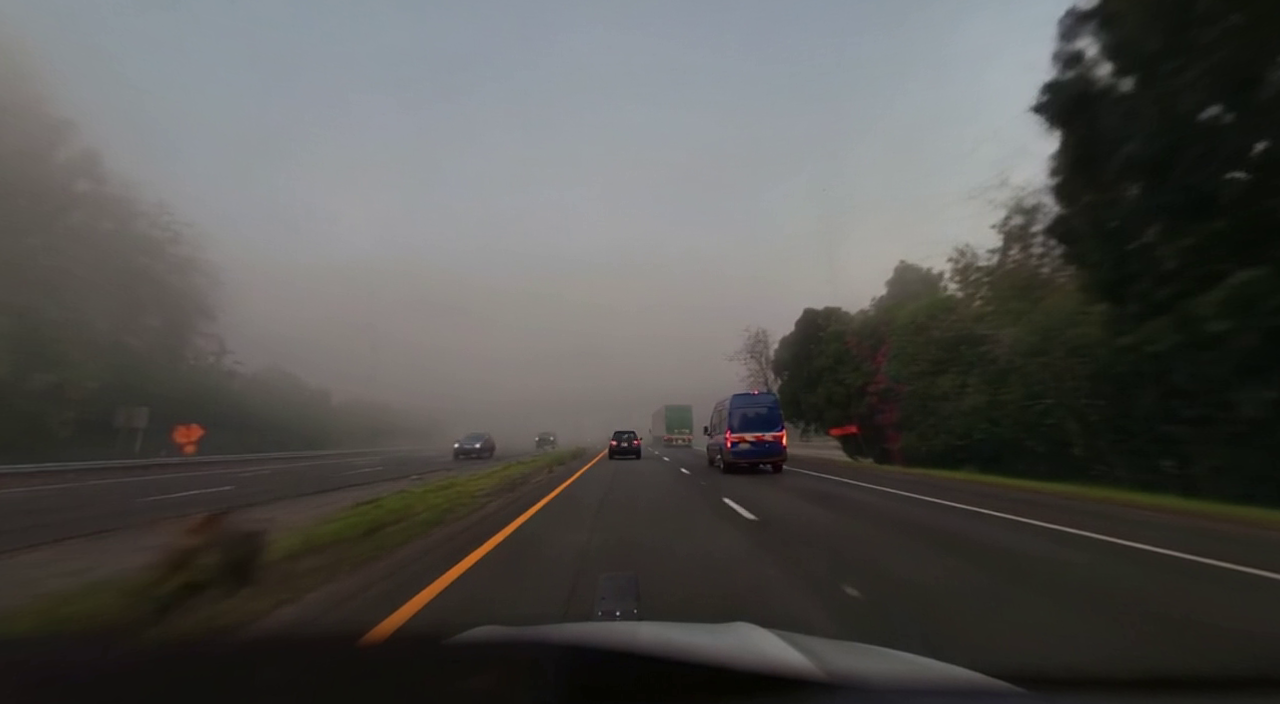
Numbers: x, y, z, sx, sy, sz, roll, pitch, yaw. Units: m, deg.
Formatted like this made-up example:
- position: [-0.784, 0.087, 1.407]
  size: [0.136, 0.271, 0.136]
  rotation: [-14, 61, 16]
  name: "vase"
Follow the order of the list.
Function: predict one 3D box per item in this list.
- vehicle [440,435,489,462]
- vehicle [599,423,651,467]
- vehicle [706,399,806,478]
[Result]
- position: [-10.126, 5.580, 36.582]
  size: [1.781, 1.476, 3.714]
  rotation: [0, -8, -1]
  name: "vehicle"
- position: [-0.655, 3.992, 27.261]
  size: [2.073, 1.750, 4.116]
  rotation: [0, -8, -2]
  name: "vehicle"
- position: [3.998, 3.131, 22.956]
  size: [2.387, 2.506, 5.374]
  rotation: [0, -8, -2]
  name: "vehicle"
